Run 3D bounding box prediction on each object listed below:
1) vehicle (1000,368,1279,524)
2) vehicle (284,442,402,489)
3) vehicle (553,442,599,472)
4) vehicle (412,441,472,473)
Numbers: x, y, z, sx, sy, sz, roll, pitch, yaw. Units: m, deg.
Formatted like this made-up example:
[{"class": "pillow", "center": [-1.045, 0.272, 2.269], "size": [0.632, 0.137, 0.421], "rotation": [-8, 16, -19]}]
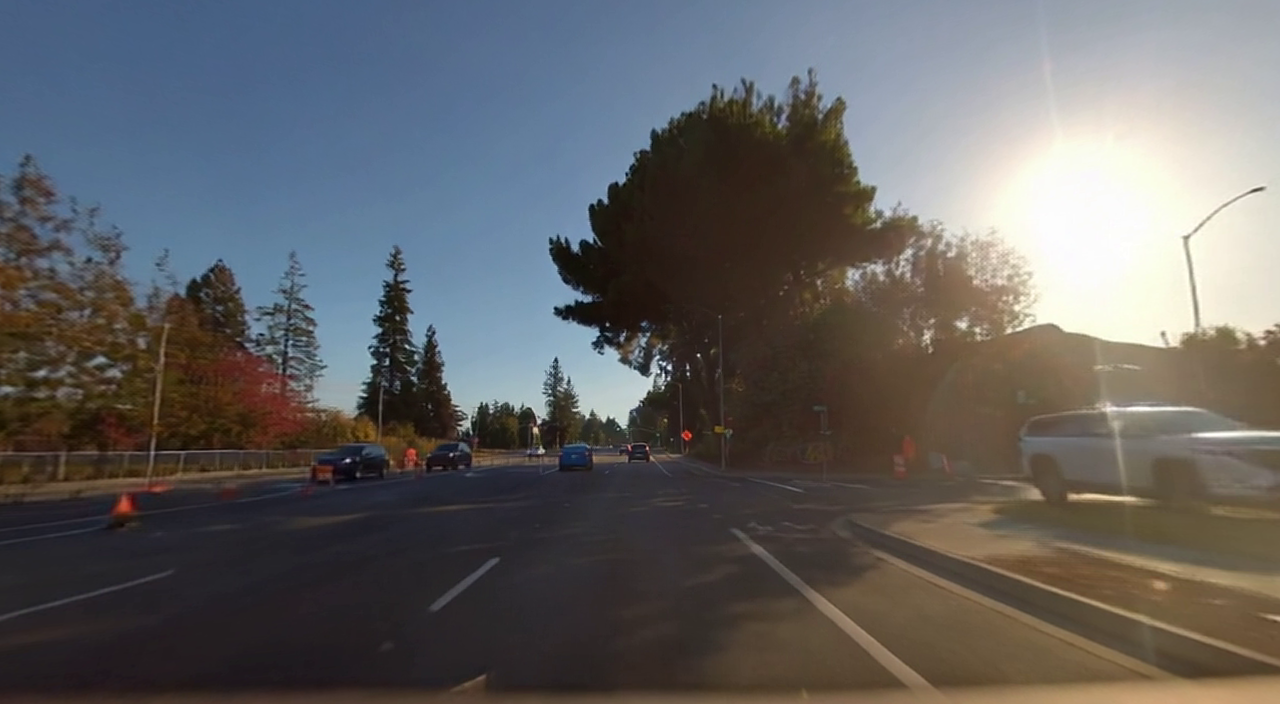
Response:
[{"class": "vehicle", "center": [9.061, 1.626, 10.942], "size": [2.352, 1.991, 5.862], "rotation": [0, -9, 3]}, {"class": "vehicle", "center": [-10.629, 4.083, 23.022], "size": [2.009, 1.541, 4.753], "rotation": [0, -9, -1]}, {"class": "vehicle", "center": [-3.822, 6.363, 38.337], "size": [2.198, 1.663, 4.519], "rotation": [0, -9, 2]}, {"class": "vehicle", "center": [-11.210, 5.978, 35.982], "size": [2.014, 1.674, 4.337], "rotation": [0, -9, -1]}]
